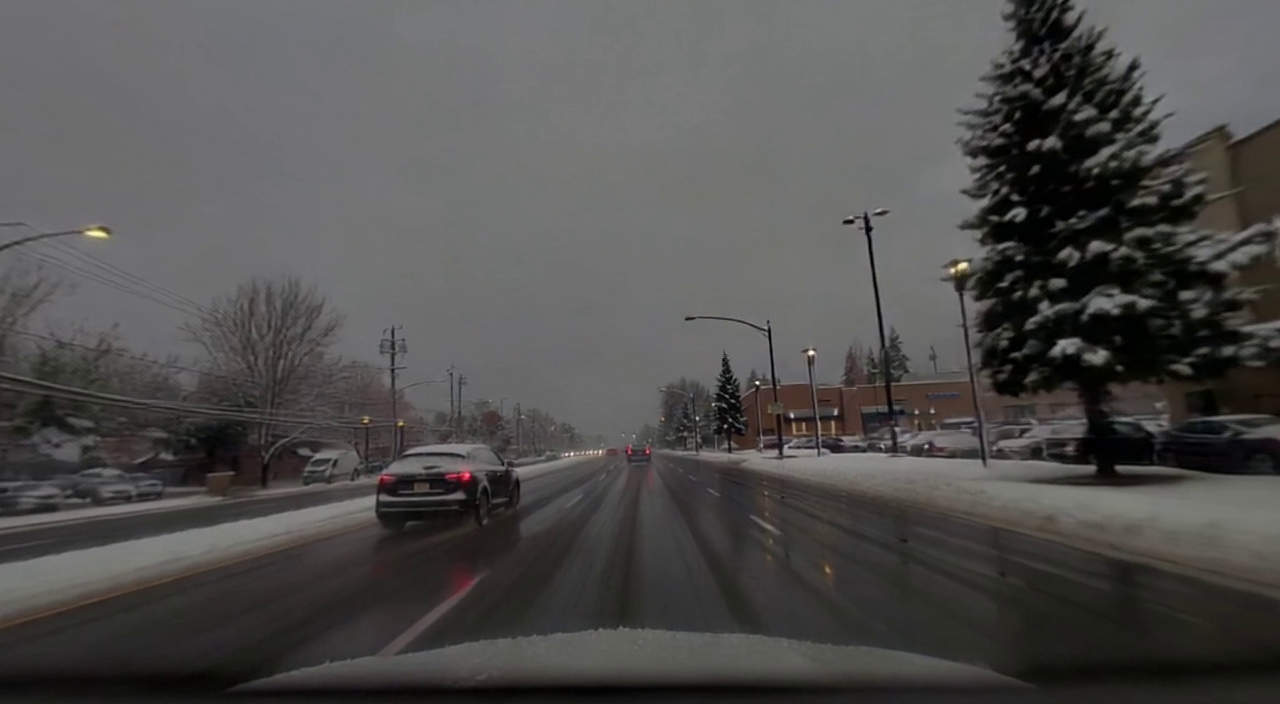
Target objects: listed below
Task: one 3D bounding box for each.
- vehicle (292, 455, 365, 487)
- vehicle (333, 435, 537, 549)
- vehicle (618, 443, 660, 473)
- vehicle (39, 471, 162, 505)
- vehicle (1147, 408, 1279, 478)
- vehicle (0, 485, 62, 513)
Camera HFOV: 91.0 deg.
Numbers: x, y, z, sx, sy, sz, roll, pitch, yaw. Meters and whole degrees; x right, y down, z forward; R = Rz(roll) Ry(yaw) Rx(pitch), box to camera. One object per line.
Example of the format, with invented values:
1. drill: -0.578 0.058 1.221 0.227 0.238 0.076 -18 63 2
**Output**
1. vehicle: -22.979 8.744 46.777 2.416 2.082 6.190 0 -9 -2
2. vehicle: -3.091 2.202 10.603 1.939 1.496 4.309 0 -9 1
3. vehicle: -0.072 5.532 33.057 2.019 1.459 4.005 0 -9 -1
4. vehicle: -31.963 8.059 37.426 5.325 1.814 2.128 0 -9 1
5. vehicle: 14.638 2.071 14.369 4.363 1.485 1.964 0 -9 1
6. vehicle: -37.119 8.691 37.256 4.103 1.444 1.795 0 -9 2
